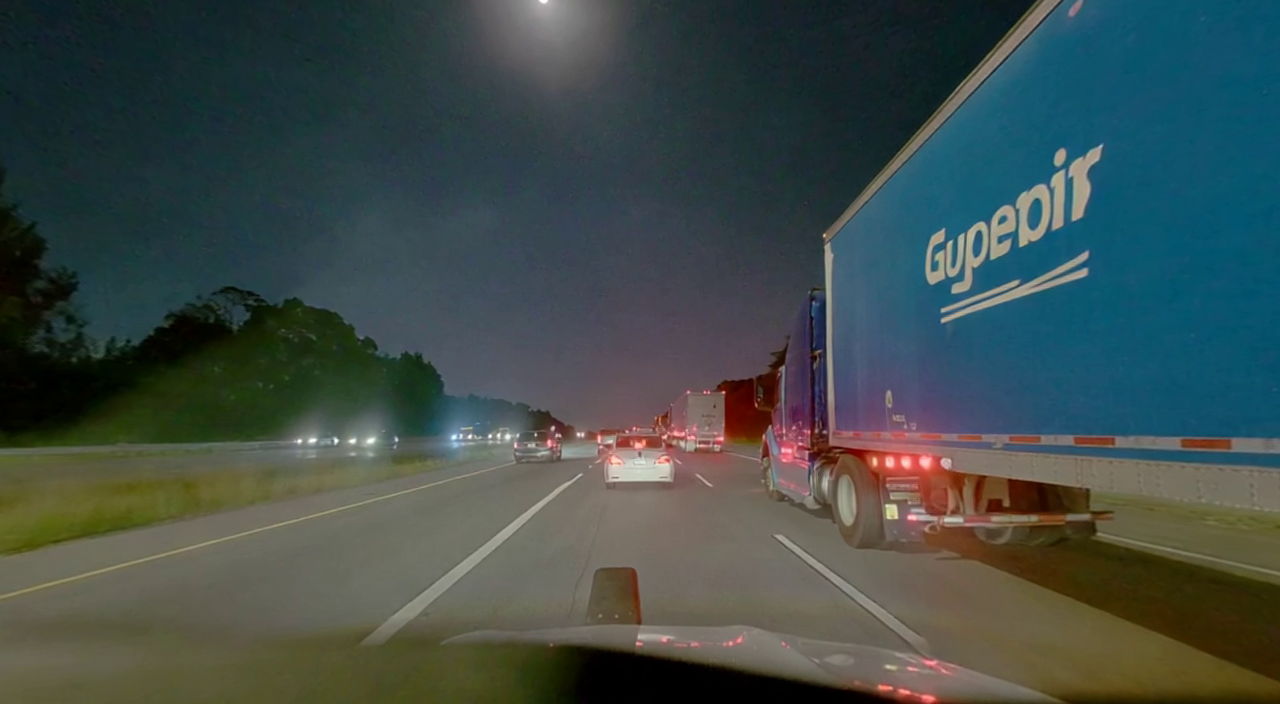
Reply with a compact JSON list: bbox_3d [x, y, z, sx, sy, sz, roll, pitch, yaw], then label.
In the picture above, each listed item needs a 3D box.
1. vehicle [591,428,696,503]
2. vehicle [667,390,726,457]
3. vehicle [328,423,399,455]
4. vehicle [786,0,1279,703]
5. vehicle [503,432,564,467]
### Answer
[{"bbox_3d":[0.021,2.440,14.062,2.021,1.435,3.611,0,-8,-2],"label":"vehicle"},{"bbox_3d":[3.701,5.237,45.237,2.869,4.067,13.731,0,-8,-1],"label":"vehicle"},{"bbox_3d":[-19.268,6.074,44.235,2.338,2.020,5.417,0,-7,2],"label":"vehicle"},{"bbox_3d":[4.142,-0.140,4.225,2.816,4.070,14.136,0,-8,-1],"label":"vehicle"},{"bbox_3d":[-4.666,4.322,28.326,1.983,1.434,4.451,0,-8,0],"label":"vehicle"}]
